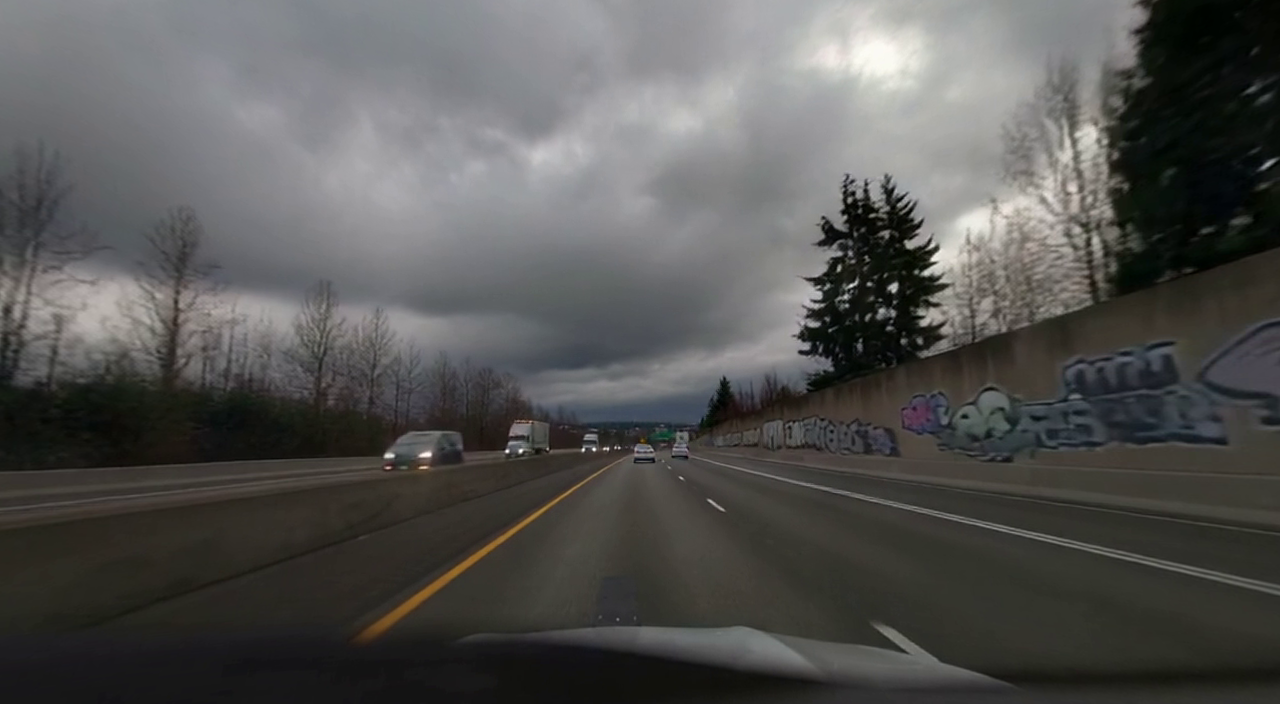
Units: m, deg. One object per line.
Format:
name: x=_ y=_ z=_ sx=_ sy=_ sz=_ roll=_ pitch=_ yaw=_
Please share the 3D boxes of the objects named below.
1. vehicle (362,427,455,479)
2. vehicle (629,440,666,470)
vehicle: x=-12.385 y=5.487 z=34.222 sx=2.320 sy=2.532 sz=6.628 roll=-1 pitch=-9 yaw=2
vehicle: x=0.384 y=6.156 z=37.623 sx=2.095 sy=1.671 sz=4.219 roll=0 pitch=-9 yaw=-1
